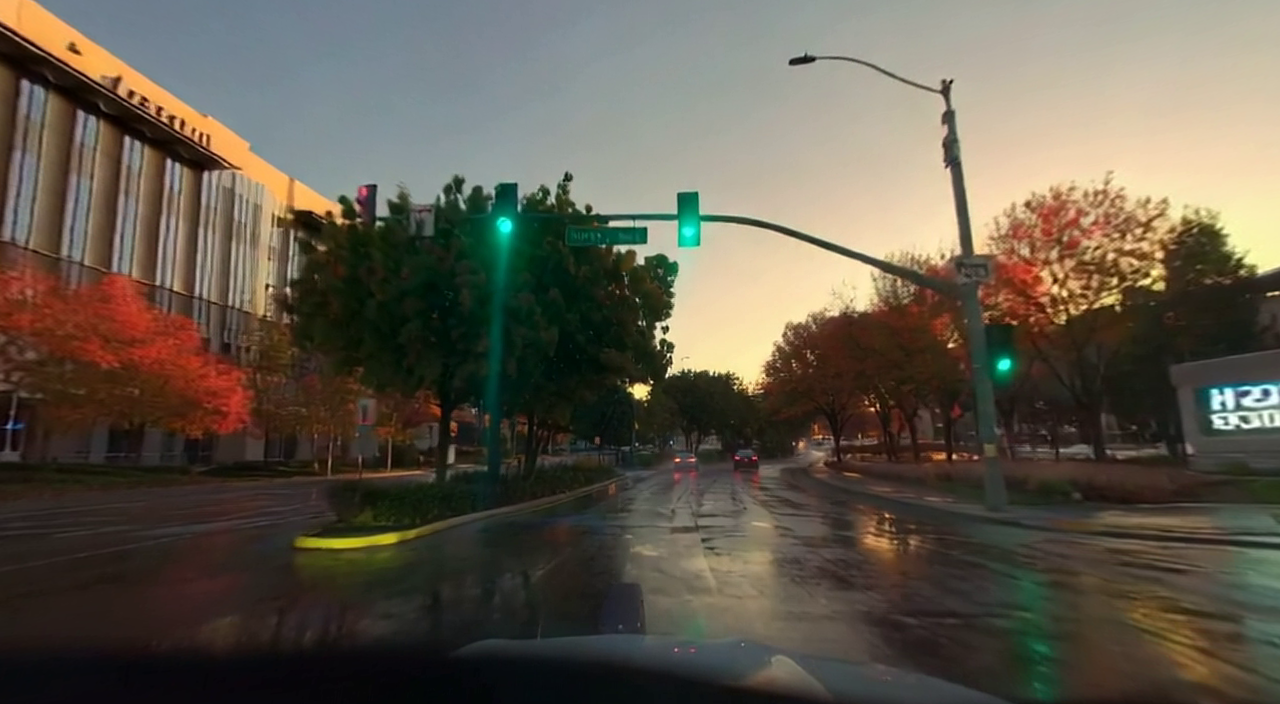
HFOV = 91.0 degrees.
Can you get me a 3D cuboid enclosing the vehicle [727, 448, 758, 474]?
[{"bbox_3d":[7.616,8.120,47.172,2.174,1.749,4.739,-1,-9,8],"label":"vehicle"}]
